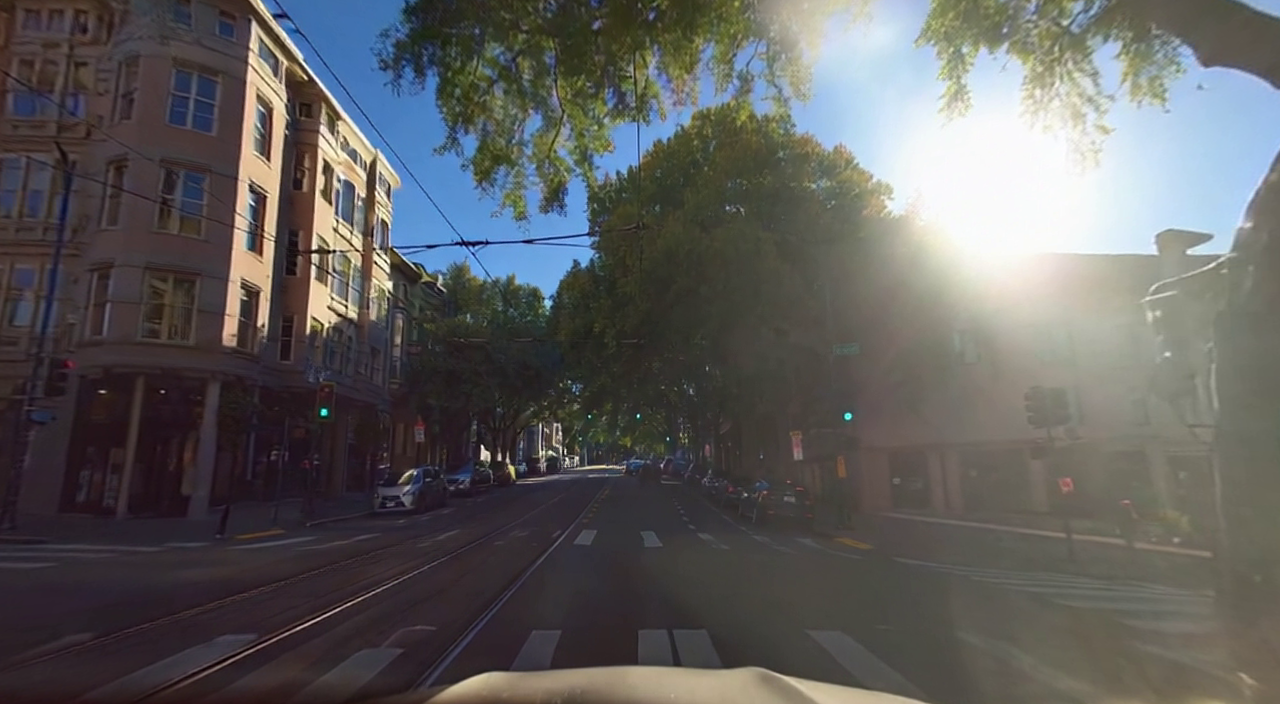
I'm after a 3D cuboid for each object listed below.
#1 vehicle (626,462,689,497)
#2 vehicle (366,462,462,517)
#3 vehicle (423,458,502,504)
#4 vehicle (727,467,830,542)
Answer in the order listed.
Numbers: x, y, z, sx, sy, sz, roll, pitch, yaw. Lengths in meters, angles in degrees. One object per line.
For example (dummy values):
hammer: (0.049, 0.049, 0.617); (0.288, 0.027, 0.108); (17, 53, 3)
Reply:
vehicle: (0.856, 6.604, 32.953); (1.984, 1.571, 3.404); (4, -9, -24)
vehicle: (-7.412, 4.685, 21.135); (1.779, 1.588, 3.953); (2, -15, -2)
vehicle: (-7.405, 5.486, 26.919); (1.861, 1.751, 4.550); (1, -11, 2)
vehicle: (3.850, 4.293, 18.311); (1.929, 1.723, 4.134); (0, -9, -2)
